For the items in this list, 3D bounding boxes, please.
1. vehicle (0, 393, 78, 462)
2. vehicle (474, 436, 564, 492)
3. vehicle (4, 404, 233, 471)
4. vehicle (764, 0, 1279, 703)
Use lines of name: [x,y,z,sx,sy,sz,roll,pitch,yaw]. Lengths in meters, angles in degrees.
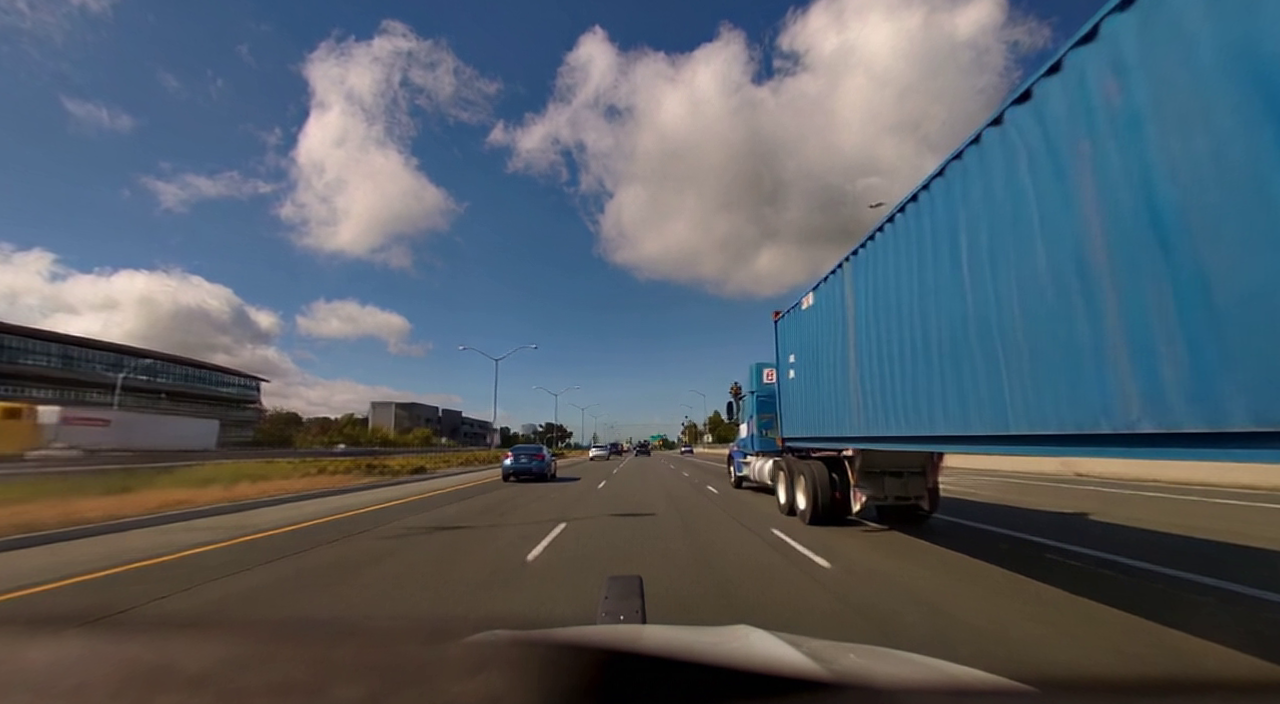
vehicle: [-37.096,4.405,36.717,2.893,3.791,5.708,2,-9,1]
vehicle: [-3.582,3.404,19.416,1.954,1.528,4.010,0,-9,0]
vehicle: [-37.034,6.459,46.542,2.880,4.012,16.365,0,-9,1]
vehicle: [4.031,0.232,6.618,2.893,3.992,13.605,0,-9,1]
